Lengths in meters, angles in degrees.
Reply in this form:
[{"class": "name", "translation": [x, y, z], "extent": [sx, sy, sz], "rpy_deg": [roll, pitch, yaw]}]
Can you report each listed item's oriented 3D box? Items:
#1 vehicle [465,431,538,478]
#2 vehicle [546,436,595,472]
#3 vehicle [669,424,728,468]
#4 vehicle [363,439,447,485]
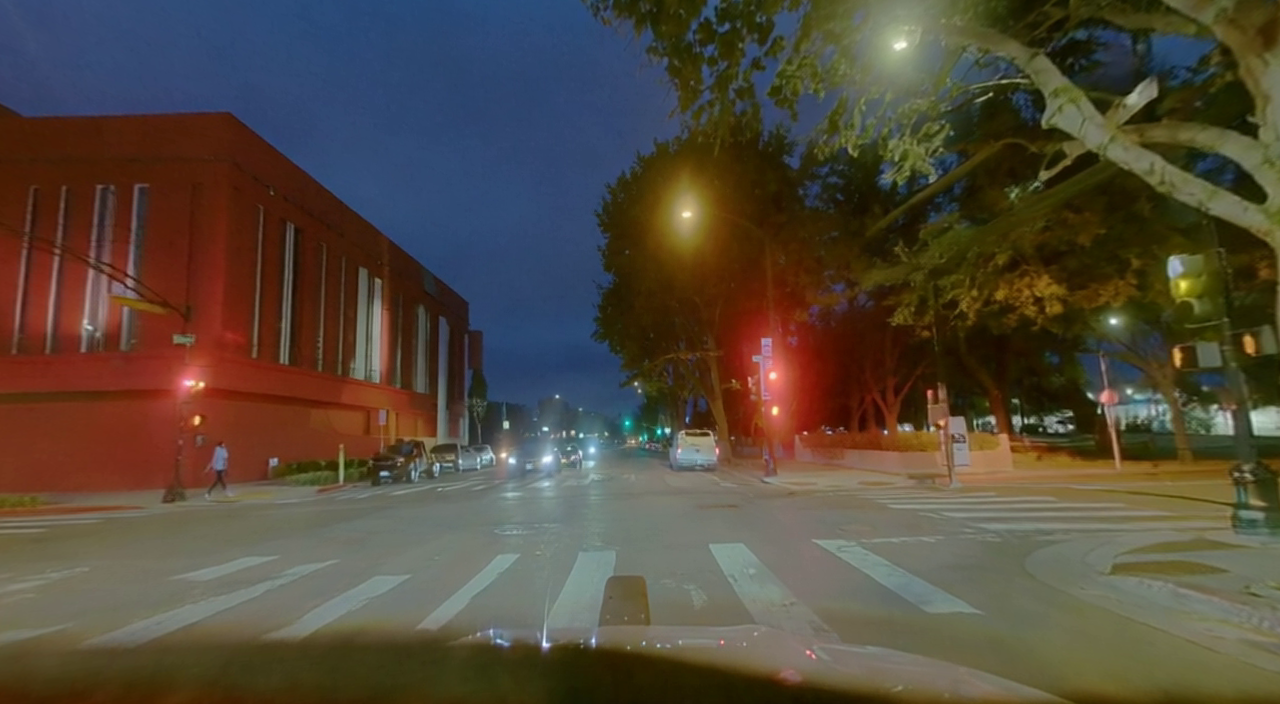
[{"class": "vehicle", "translation": [-5.985, 4.494, 27.910], "extent": [2.242, 1.887, 4.924], "rpy_deg": [0, -8, -2]}, {"class": "vehicle", "translation": [-3.261, 4.853, 30.283], "extent": [2.033, 1.596, 4.142], "rpy_deg": [0, -8, -2]}, {"class": "vehicle", "translation": [3.069, 5.135, 34.389], "extent": [2.557, 2.188, 5.164], "rpy_deg": [0, -8, -2]}, {"class": "vehicle", "translation": [-9.914, 4.648, 27.018], "extent": [2.216, 1.804, 4.526], "rpy_deg": [1, -8, -5]}]
